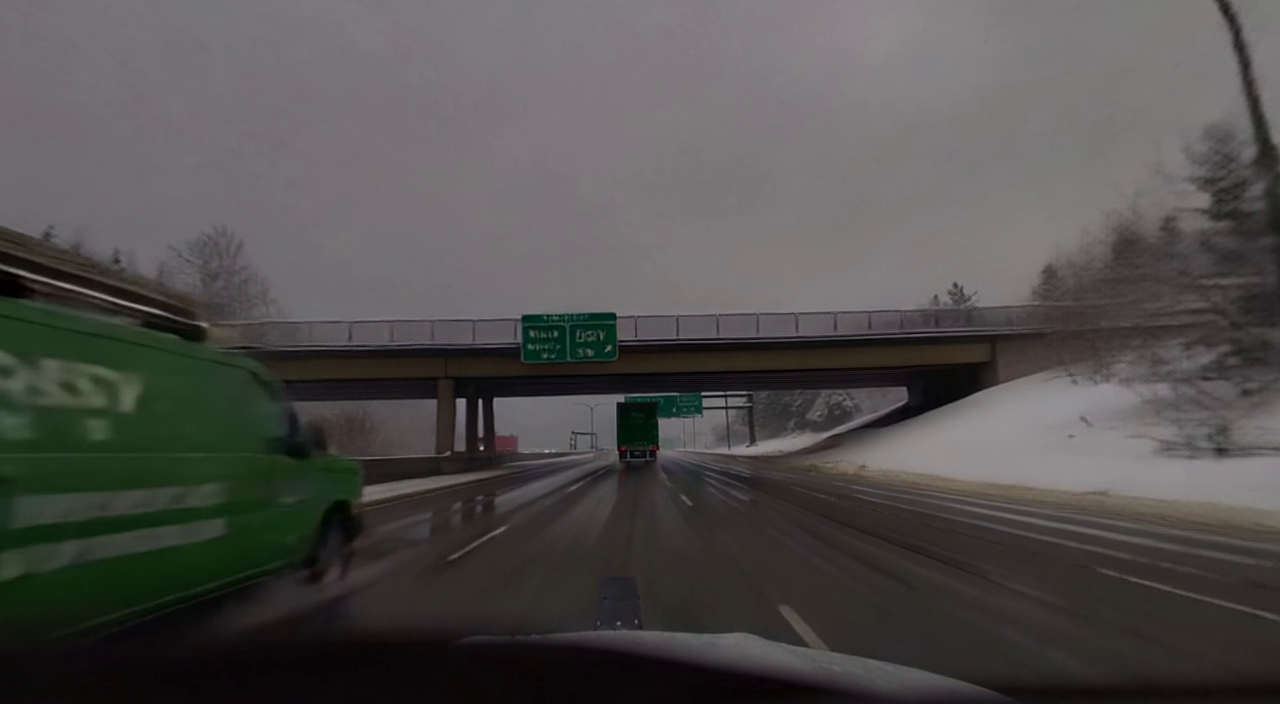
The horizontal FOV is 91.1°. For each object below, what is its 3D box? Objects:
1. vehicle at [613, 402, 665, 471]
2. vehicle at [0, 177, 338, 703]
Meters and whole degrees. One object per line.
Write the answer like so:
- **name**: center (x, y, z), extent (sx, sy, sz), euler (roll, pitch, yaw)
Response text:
- **vehicle**: center (-0.165, 5.900, 43.031), extent (3.025, 4.002, 12.709), euler (0, -9, -1)
- **vehicle**: center (-3.608, 0.519, 2.178), extent (2.404, 2.371, 5.310), euler (0, -9, 0)
